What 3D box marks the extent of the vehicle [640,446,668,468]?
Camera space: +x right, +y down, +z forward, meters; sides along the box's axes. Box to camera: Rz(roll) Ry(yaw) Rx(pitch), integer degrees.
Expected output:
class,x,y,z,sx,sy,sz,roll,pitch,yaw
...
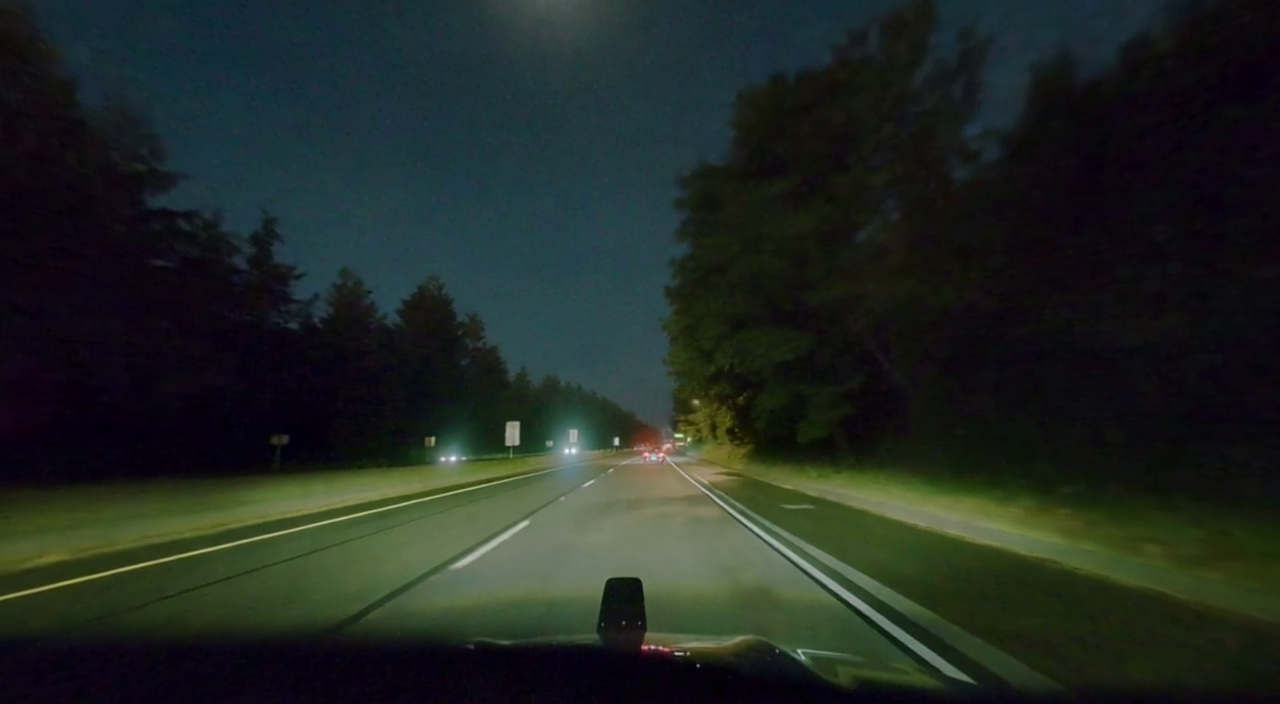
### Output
class,x,y,z,sx,sy,sz,roll,pitch,yaw
vehicle,0.997,7.528,45.287,1.934,1.488,3.832,0,-9,0
